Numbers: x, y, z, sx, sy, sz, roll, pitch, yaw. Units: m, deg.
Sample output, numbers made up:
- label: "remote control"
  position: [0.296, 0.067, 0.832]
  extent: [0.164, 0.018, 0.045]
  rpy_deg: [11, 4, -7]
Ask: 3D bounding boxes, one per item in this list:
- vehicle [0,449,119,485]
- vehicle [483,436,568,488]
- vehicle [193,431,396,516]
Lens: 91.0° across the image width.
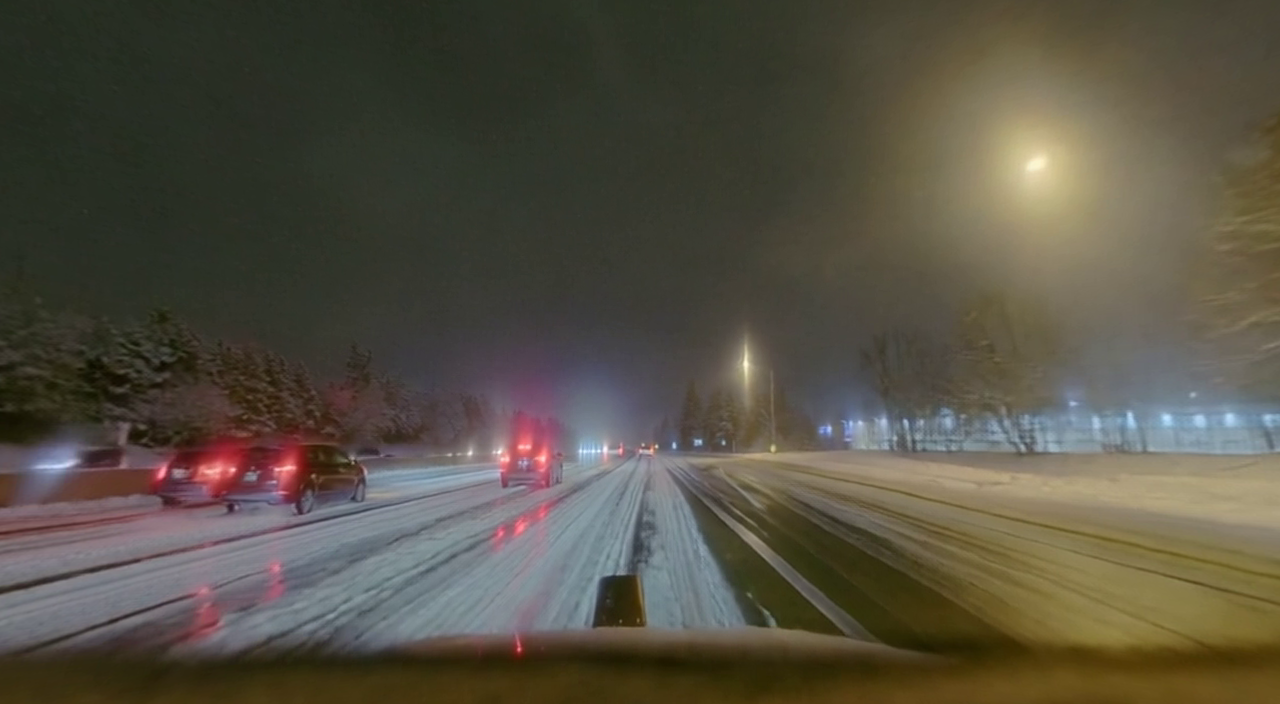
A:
- label: "vehicle"
  position: [-27.322, 5.294, 29.347]
  extent: [1.885, 1.530, 4.800]
  rpy_deg: [0, -9, 0]
- label: "vehicle"
  position: [-4.020, 3.958, 22.963]
  extent: [2.158, 1.717, 4.375]
  rpy_deg: [0, -9, 2]
- label: "vehicle"
  position: [-7.744, 2.753, 14.786]
  extent: [2.071, 1.661, 4.540]
  rpy_deg: [0, -9, 1]
